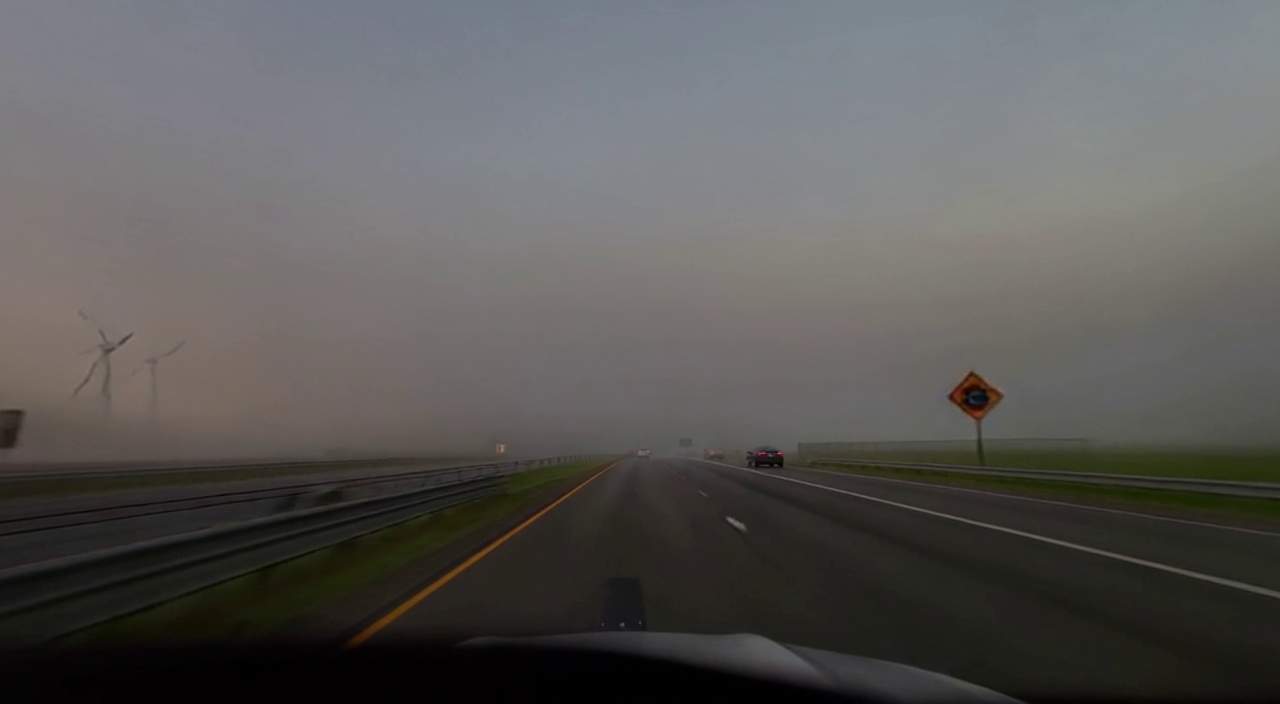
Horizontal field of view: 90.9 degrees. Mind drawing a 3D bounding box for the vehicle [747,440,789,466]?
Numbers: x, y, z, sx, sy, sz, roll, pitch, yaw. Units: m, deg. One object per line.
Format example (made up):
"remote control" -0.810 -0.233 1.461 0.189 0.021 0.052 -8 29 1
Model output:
"vehicle" 8.791 7.006 43.702 1.897 1.669 4.825 1 -9 0
